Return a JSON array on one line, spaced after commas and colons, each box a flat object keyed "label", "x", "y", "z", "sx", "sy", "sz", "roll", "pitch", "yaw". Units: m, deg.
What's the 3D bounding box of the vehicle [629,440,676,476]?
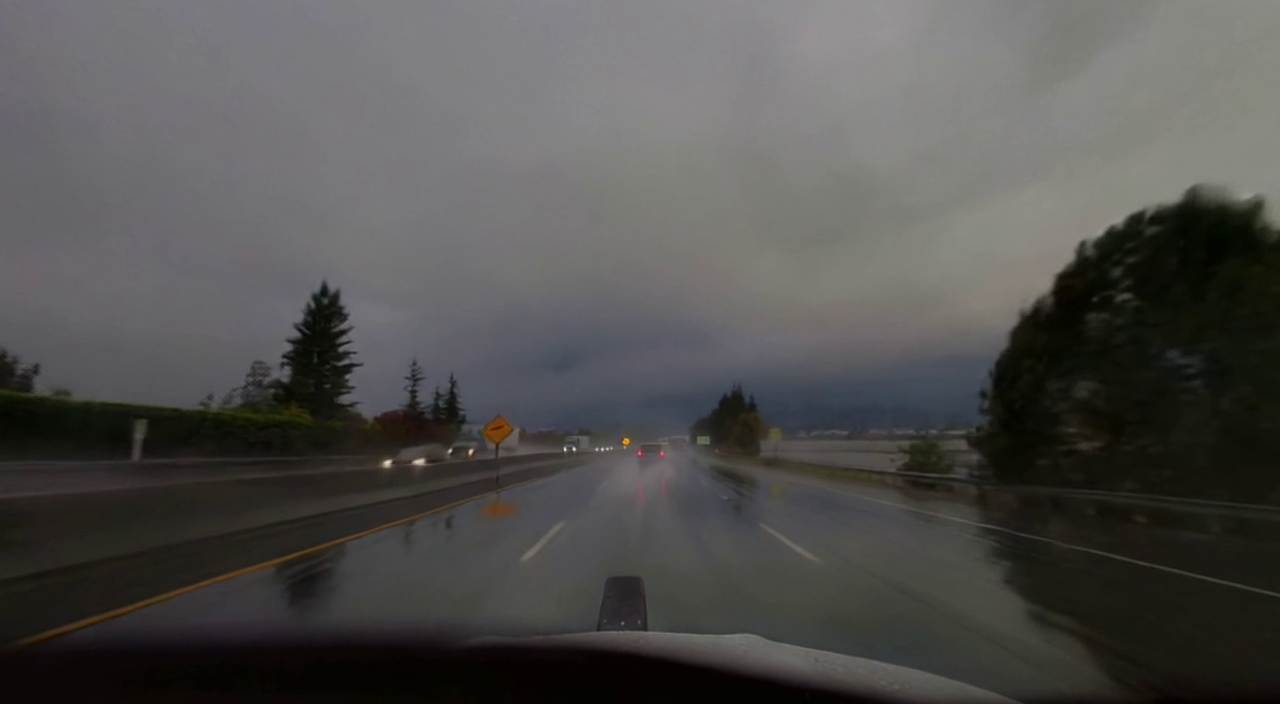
[{"label": "vehicle", "x": 0.645, "y": 5.389, "z": 32.279, "sx": 2.231, "sy": 1.652, "sz": 4.503, "roll": 0, "pitch": -9, "yaw": 1}]

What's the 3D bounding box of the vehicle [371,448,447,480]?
[{"label": "vehicle", "x": -11.582, "y": 5.642, "z": 31.995, "sx": 2.000, "sy": 1.475, "sz": 4.738, "roll": 0, "pitch": -9, "yaw": 1}]
